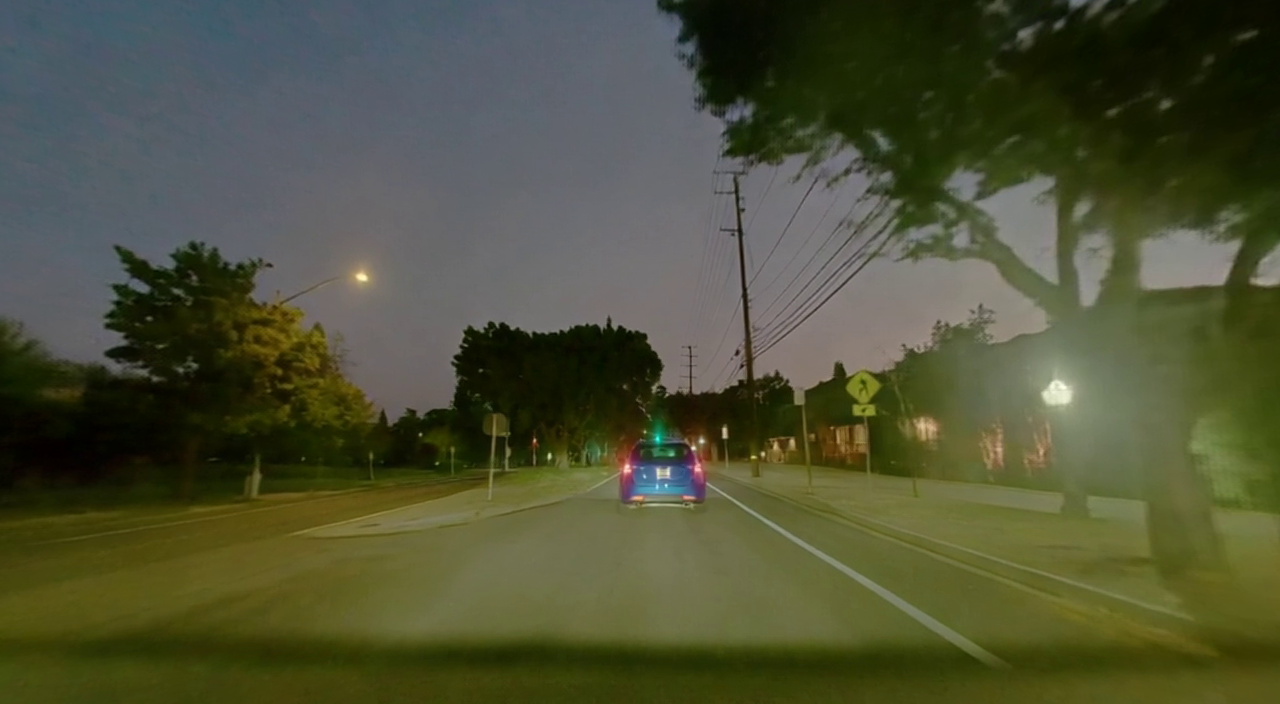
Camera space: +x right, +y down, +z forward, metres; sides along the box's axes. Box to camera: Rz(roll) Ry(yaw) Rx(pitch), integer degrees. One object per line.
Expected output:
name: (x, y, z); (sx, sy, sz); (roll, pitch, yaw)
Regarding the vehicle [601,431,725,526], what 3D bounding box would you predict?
vehicle: (0.408, 2.573, 13.344); (2.200, 1.653, 4.127); (0, -9, 0)
